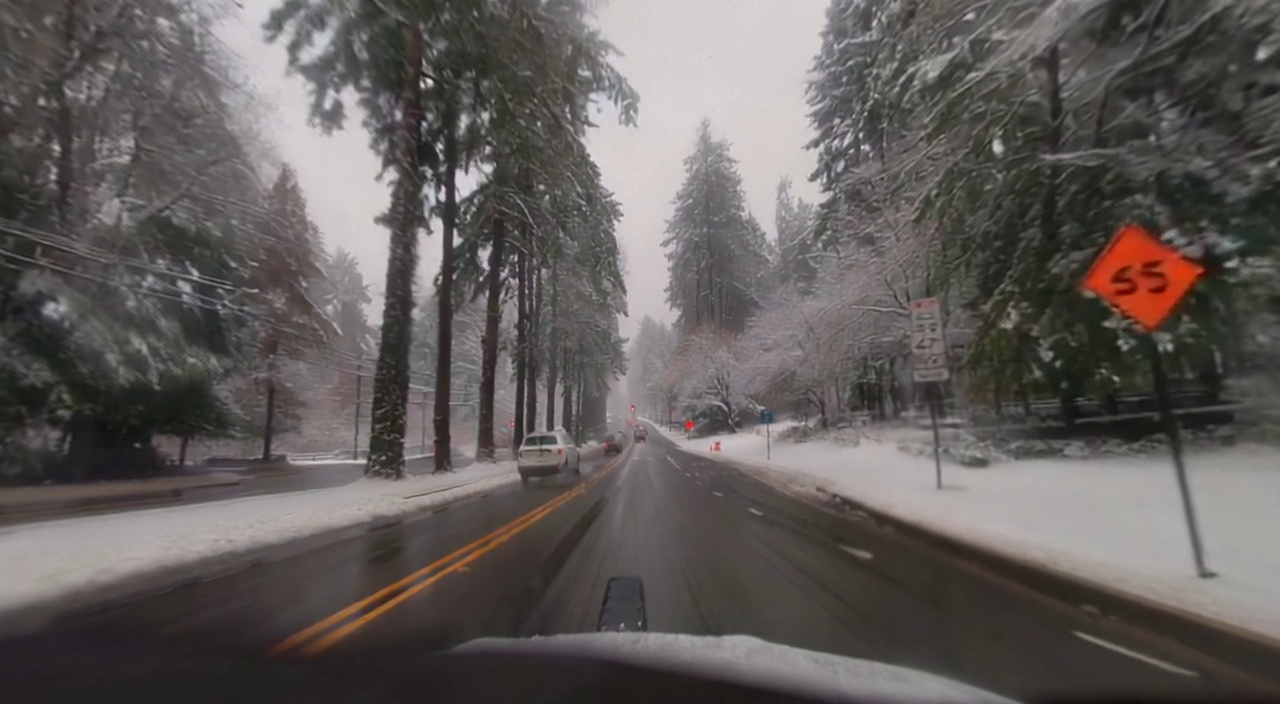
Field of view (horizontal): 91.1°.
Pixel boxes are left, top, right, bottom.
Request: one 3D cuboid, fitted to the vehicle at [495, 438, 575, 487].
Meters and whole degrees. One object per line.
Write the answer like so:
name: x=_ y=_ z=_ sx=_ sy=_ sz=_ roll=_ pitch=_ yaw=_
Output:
vehicle: x=-3.527 y=3.762 z=21.796 sx=2.029 sy=1.511 sz=3.922 roll=-1 pitch=-8 yaw=1
